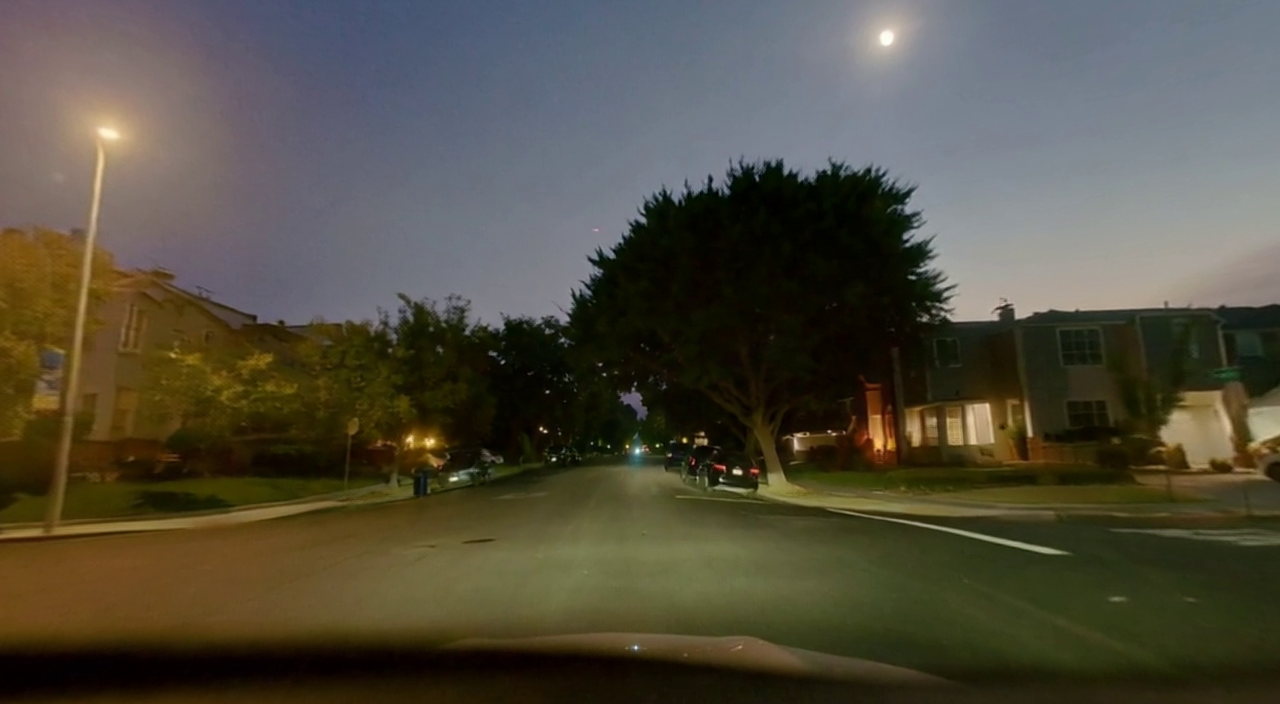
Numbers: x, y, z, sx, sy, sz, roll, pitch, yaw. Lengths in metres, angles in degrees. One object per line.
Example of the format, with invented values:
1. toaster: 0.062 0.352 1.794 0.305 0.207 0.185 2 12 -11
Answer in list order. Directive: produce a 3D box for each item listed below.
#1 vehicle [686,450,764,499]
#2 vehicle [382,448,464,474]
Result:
1. vehicle: 2.790 4.134 21.703 1.881 1.487 4.183 1 -9 -3
2. vehicle: -13.454 6.763 39.376 4.423 1.522 1.961 0 -9 -2
